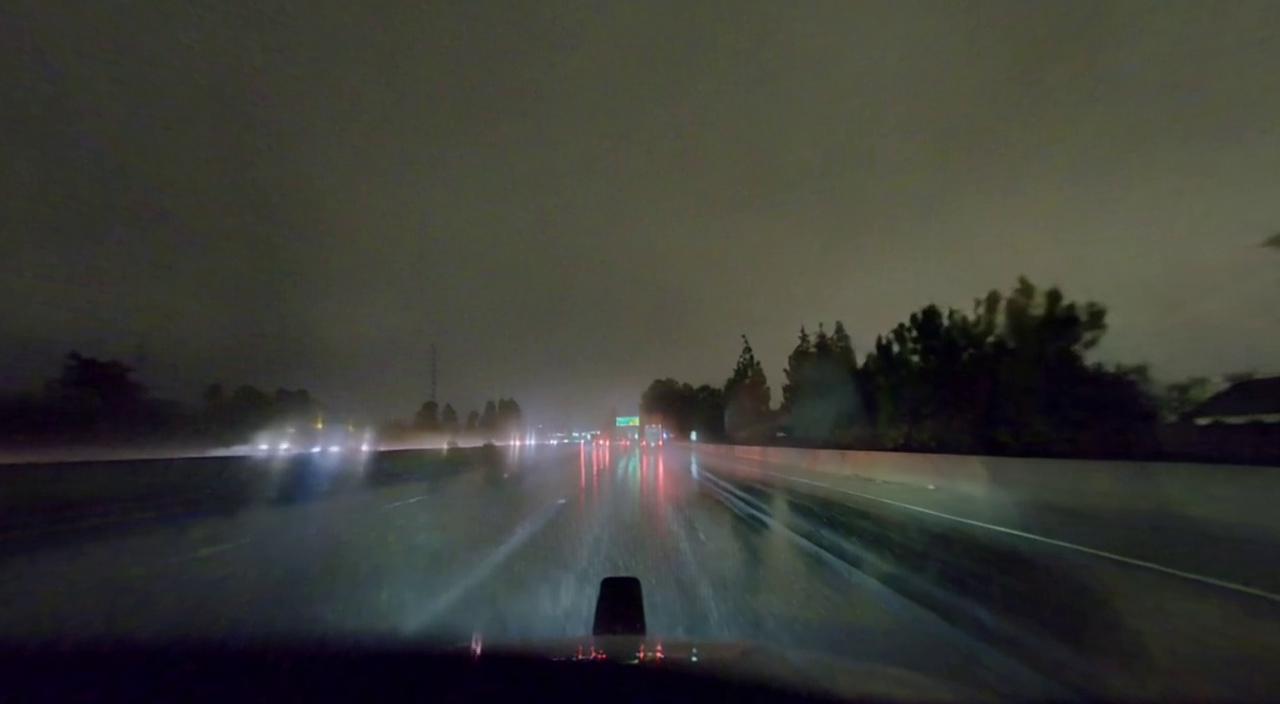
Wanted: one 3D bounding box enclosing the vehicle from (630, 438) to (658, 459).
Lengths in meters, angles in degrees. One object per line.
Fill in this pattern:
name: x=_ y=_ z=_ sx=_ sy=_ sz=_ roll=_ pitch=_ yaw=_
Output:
vehicle: x=0.284 y=7.487 z=49.027 sx=2.021 sy=1.528 sz=4.154 roll=0 pitch=-8 yaw=-1
